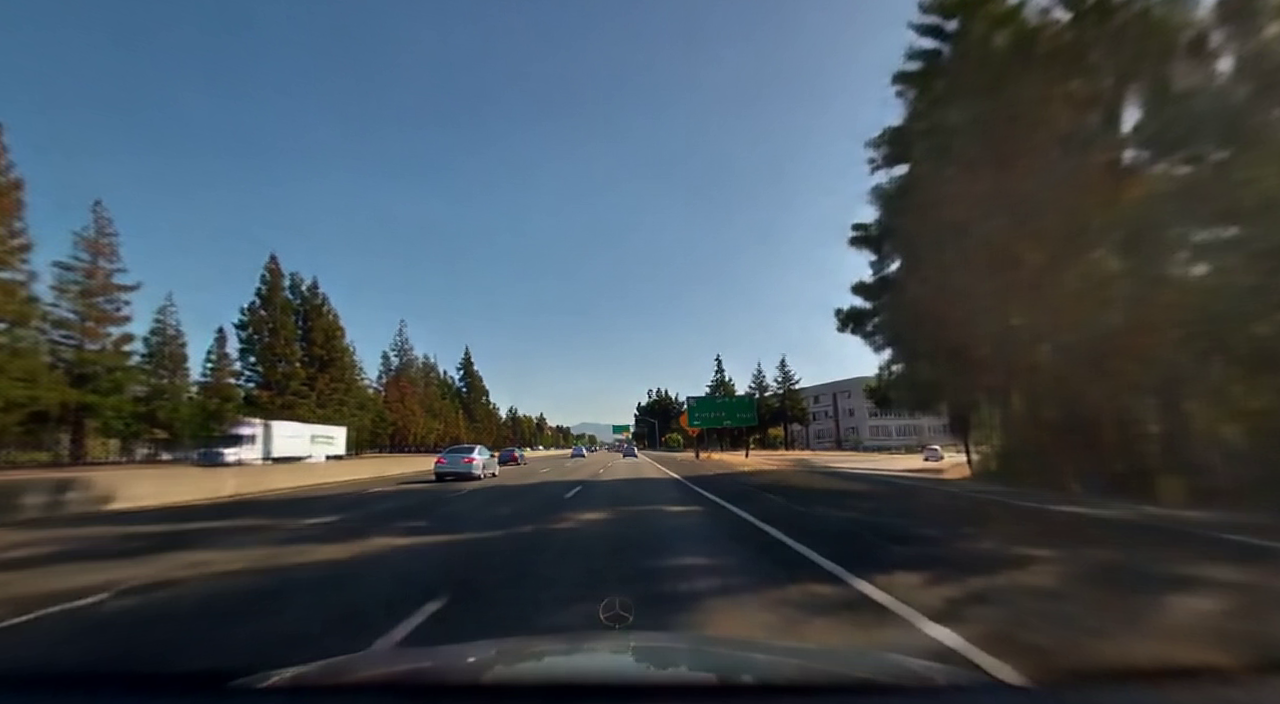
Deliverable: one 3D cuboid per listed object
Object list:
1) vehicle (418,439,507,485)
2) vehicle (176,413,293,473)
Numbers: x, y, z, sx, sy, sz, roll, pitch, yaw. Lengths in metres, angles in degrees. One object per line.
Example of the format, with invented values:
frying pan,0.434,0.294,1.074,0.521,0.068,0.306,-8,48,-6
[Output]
vehicle,-6.746,4.222,24.586,2.016,1.606,4.806,0,-9,0
vehicle,-29.521,6.727,46.615,3.026,3.990,8.606,0,-9,-2
